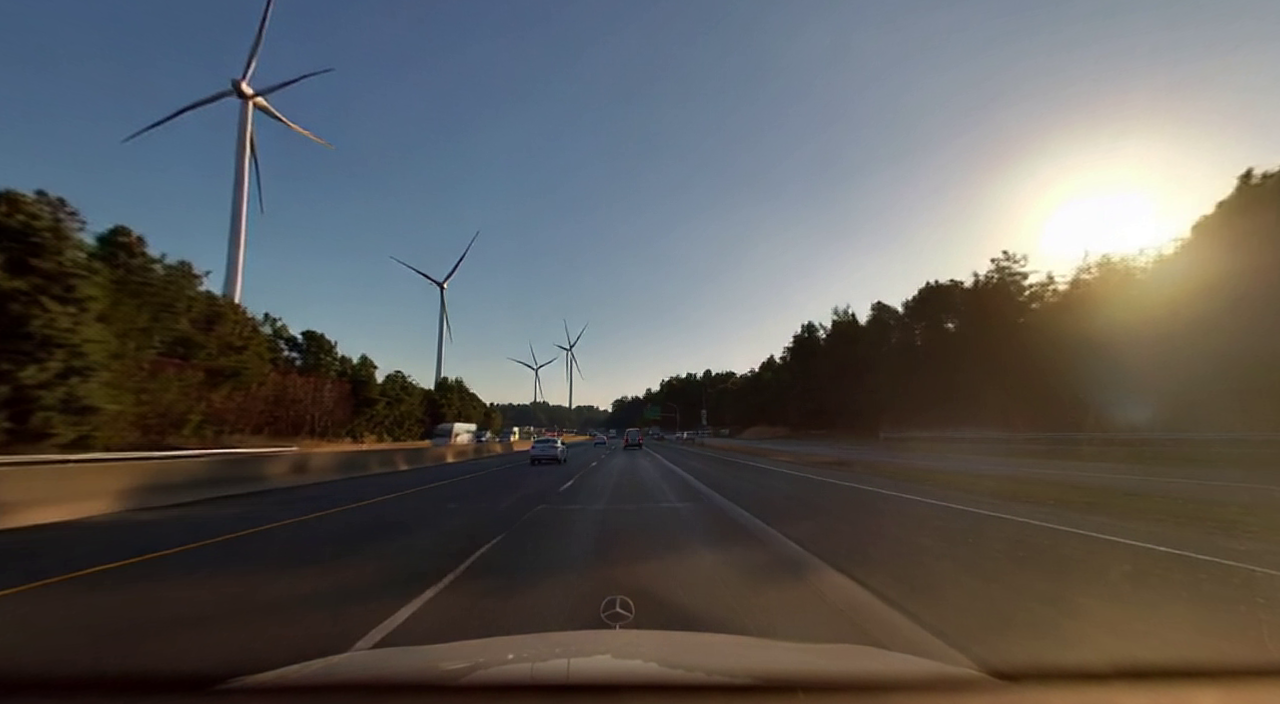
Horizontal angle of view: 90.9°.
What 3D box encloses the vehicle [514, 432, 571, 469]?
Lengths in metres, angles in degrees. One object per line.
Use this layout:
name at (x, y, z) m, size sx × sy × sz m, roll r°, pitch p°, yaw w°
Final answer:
vehicle at (-4.266, 4.376, 28.141) m, size 1.950 × 1.511 × 3.965 m, roll 0°, pitch -8°, yaw 0°
